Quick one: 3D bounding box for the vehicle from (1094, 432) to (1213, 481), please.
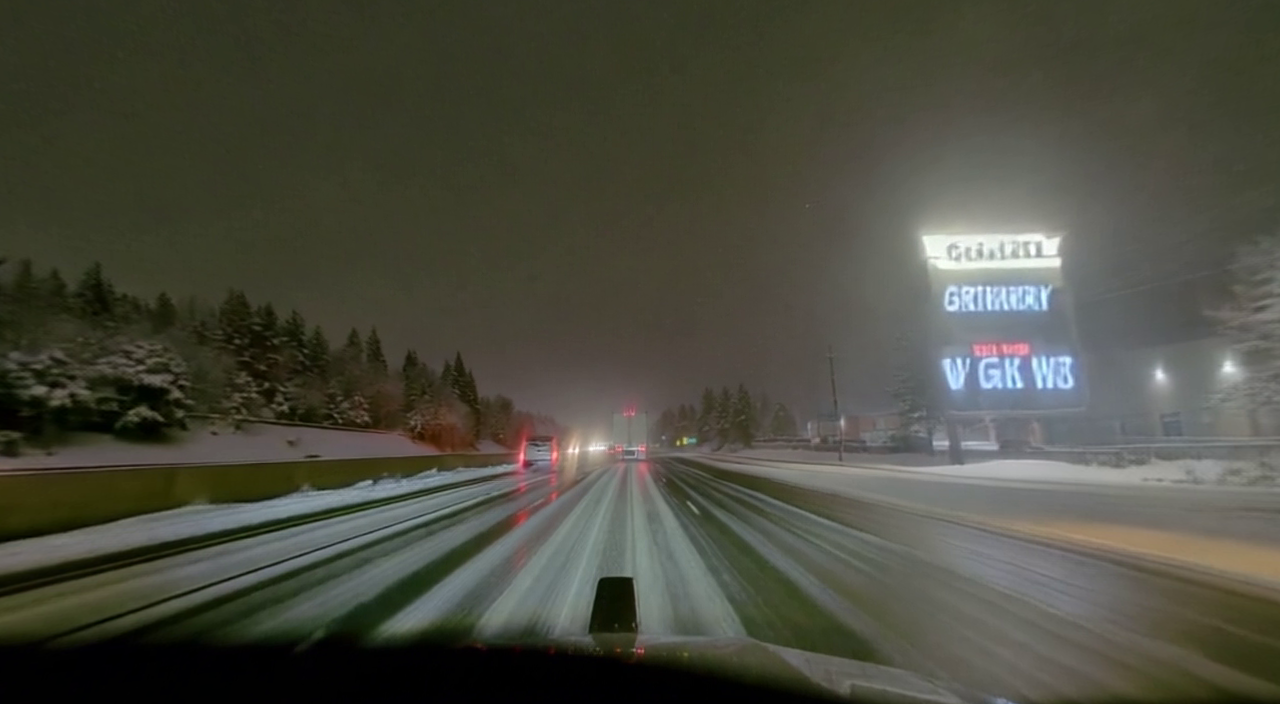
[{"bbox_3d":[30.505,6.172,37.579,5.652,2.685,2.596,2,-9,-18],"label":"vehicle"}]

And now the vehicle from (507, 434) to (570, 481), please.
[{"bbox_3d":[-4.474,4.712,28.540,2.095,1.930,4.680,0,-8,0],"label":"vehicle"}]

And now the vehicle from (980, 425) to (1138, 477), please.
[{"bbox_3d":[29.479,7.024,45.299,3.185,3.246,9.903,1,-8,-11],"label":"vehicle"}]

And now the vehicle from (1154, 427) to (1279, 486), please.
[{"bbox_3d":[31.730,5.623,34.484,6.081,2.952,2.754,3,-8,-21],"label":"vehicle"}]
